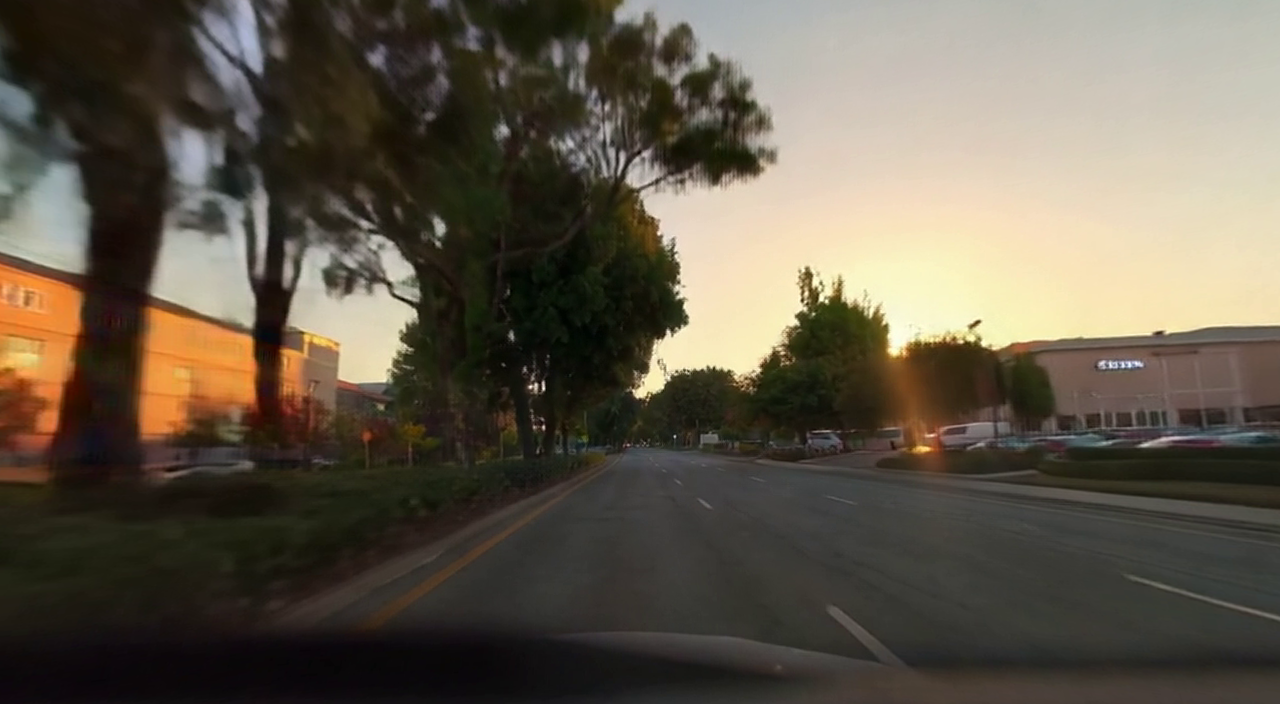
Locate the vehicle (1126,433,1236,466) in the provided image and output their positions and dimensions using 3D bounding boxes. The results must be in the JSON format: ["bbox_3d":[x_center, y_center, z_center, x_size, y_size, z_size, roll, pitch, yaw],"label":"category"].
[{"bbox_3d":[31.850,5.749,37.138,4.525,1.834,2.118,0,-8,-3],"label":"vehicle"}]

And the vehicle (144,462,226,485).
[{"bbox_3d":[-29.400,7.853,40.742,3.739,1.432,1.902,0,-9,-1],"label":"vehicle"}]

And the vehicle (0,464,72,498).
[{"bbox_3d":[-29.724,6.103,29.888,3.506,1.452,2.035,0,-9,1],"label":"vehicle"}]

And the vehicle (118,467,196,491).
[{"bbox_3d":[-29.325,7.714,38.293,3.322,1.358,1.617,0,-9,-2],"label":"vehicle"}]

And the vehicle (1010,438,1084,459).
[{"bbox_3d":[31.103,7.389,48.186,4.211,1.574,1.973,-1,-8,5],"label":"vehicle"}]

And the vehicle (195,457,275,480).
[{"bbox_3d":[-29.578,8.489,46.028,4.350,1.512,2.145,0,-8,-2],"label":"vehicle"}]

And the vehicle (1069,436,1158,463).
[{"bbox_3d":[31.988,6.567,42.580,4.301,1.760,2.057,0,-8,-1],"label":"vehicle"}]

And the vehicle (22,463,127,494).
[{"bbox_3d":[-29.456,6.579,32.868,3.418,1.373,2.115,-1,-8,0],"label":"vehicle"}]
